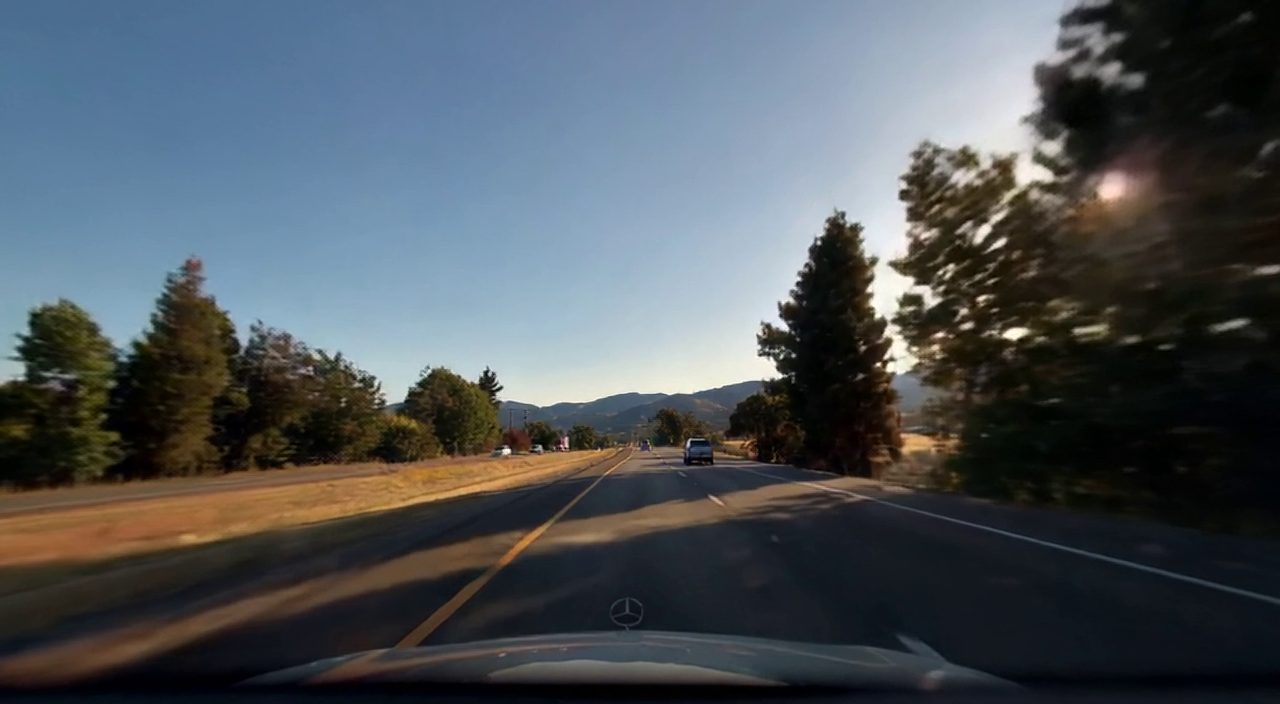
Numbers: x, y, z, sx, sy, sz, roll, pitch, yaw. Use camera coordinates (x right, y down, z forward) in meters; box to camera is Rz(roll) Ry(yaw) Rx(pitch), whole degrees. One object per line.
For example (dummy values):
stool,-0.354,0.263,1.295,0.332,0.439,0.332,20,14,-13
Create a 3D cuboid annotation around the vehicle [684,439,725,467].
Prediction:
vehicle,3.992,6.360,39.727,2.157,1.640,4.056,0,-8,0
